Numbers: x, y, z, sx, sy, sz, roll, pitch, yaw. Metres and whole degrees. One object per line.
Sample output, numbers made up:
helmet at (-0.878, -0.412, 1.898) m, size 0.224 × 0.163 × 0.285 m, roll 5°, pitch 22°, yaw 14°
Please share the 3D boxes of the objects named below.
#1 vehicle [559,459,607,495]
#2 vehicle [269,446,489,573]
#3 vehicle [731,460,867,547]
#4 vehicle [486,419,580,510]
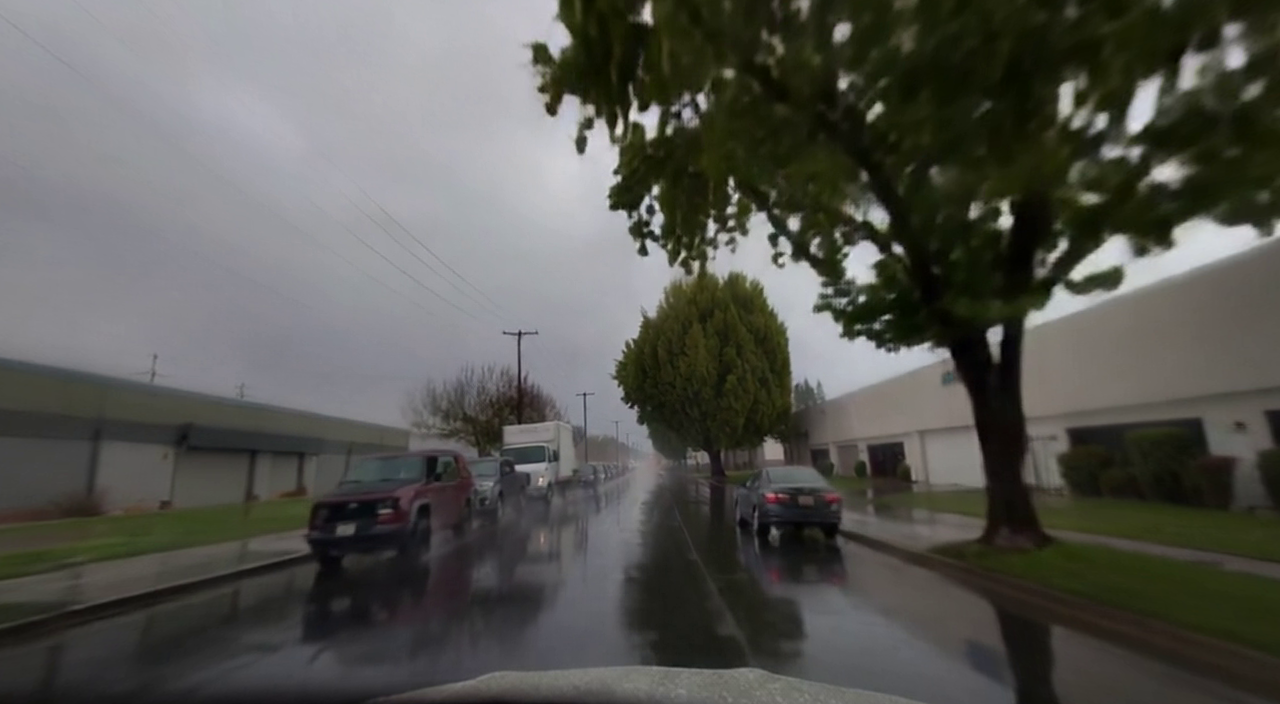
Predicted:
vehicle at (-2.917, 6.529, 33.220) m, size 1.886 × 1.640 × 4.311 m, roll 1°, pitch -8°, yaw 2°
vehicle at (-3.893, 2.417, 10.199) m, size 1.835 × 1.625 × 3.674 m, roll 0°, pitch -11°, yaw 2°
vehicle at (3.036, 2.991, 12.905) m, size 1.819 × 1.446 × 3.909 m, roll 1°, pitch -11°, yaw 1°
vehicle at (-3.504, 3.930, 21.996) m, size 2.242 × 2.726 × 5.581 m, roll 1°, pitch -11°, yaw 0°
